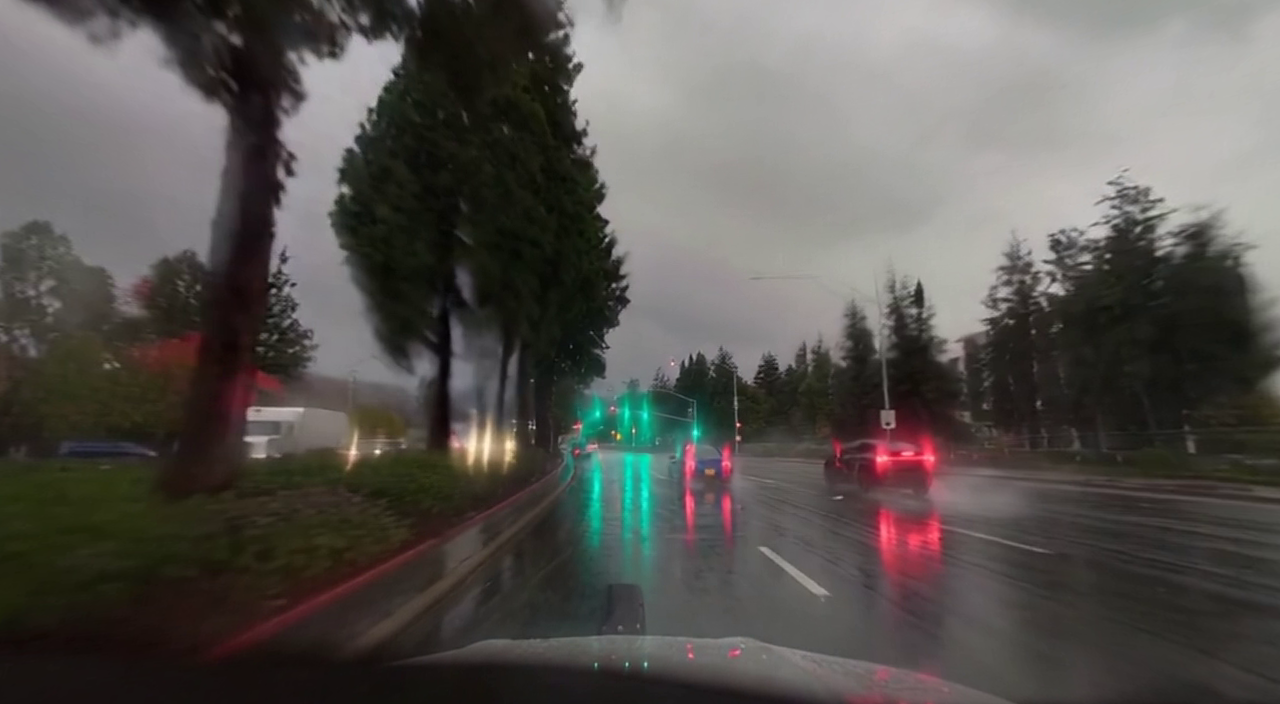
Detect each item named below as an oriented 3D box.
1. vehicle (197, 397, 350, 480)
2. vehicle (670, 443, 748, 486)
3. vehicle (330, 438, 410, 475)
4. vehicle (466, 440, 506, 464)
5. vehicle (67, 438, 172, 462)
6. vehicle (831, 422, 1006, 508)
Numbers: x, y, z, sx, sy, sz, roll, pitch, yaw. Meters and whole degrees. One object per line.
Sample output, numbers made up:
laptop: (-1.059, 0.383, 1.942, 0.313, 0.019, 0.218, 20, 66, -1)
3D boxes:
vehicle: (-15.508, 3.789, 27.509, 2.989, 3.150, 6.793, 1, -8, -5)
vehicle: (2.333, 3.954, 22.541, 1.990, 1.347, 4.388, 1, -8, -4)
vehicle: (-12.038, 4.685, 28.497, 1.965, 1.514, 4.404, 1, -8, -5)
vehicle: (-10.287, 6.731, 42.500, 2.056, 1.506, 4.616, 1, -9, -6)
vehicle: (-38.897, 7.354, 47.324, 5.666, 1.704, 2.210, 0, -8, -4)
vehicle: (6.327, 2.622, 15.059, 1.987, 1.730, 4.373, 0, -8, -3)
